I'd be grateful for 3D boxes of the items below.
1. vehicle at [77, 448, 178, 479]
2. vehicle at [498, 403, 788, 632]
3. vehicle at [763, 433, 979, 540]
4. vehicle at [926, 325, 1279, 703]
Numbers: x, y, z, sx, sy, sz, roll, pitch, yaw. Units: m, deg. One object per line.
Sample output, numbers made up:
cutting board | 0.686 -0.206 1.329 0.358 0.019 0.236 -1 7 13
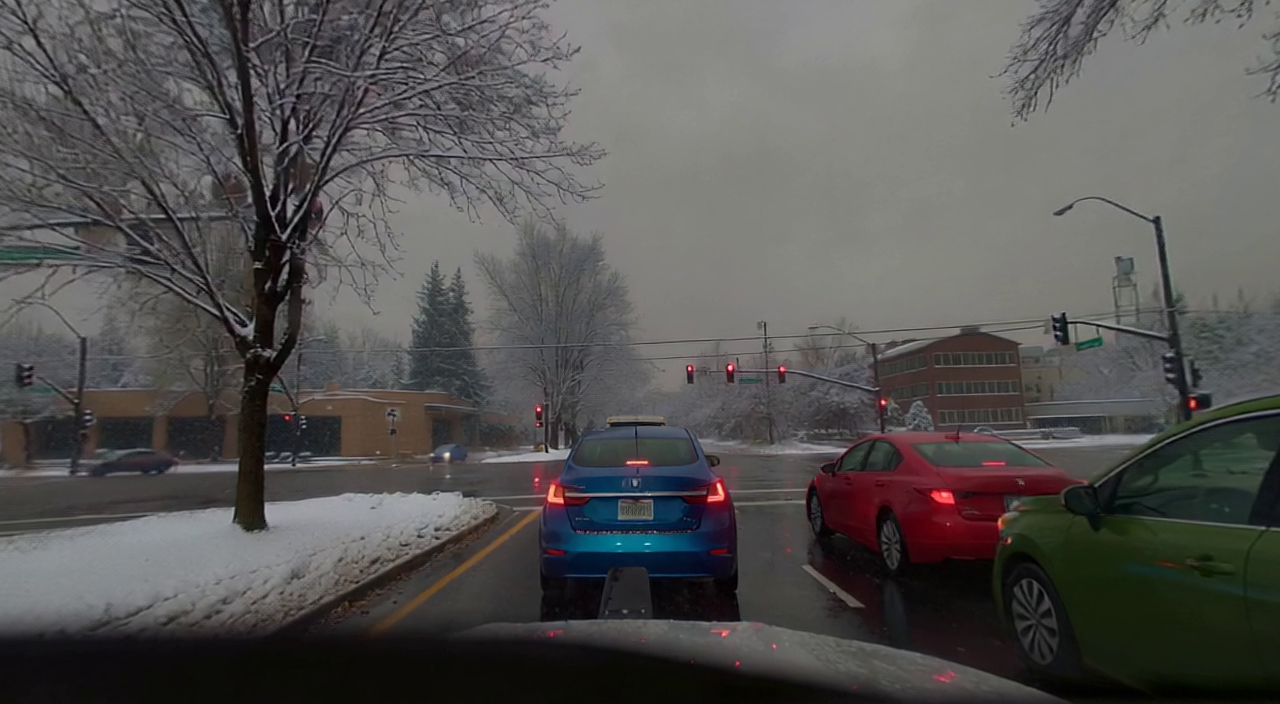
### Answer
vehicle | -36.510 7.939 45.164 5.321 2.089 2.177 6 -11 -34
vehicle | 0.003 1.476 6.510 2.074 1.631 3.793 0 -9 -1
vehicle | 3.725 2.260 11.297 2.054 1.482 4.654 0 -9 -1
vehicle | 3.751 0.932 3.436 2.162 1.829 4.519 0 -9 -1
